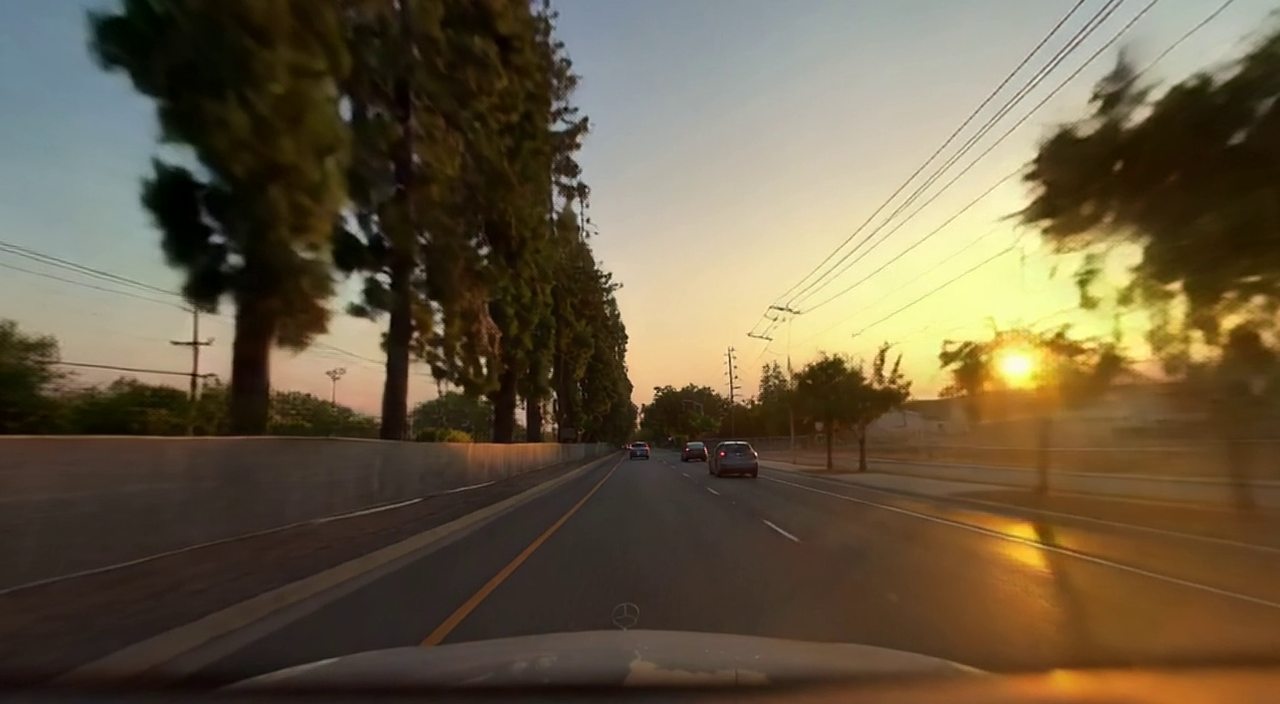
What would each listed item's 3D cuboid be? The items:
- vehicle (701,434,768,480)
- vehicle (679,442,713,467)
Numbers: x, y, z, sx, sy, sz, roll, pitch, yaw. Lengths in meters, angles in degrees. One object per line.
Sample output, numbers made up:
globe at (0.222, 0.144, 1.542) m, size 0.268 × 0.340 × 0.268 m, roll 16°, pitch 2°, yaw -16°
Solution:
vehicle at (4.045, 4.615, 27.924) m, size 2.112 × 1.825 × 4.574 m, roll 0°, pitch -9°, yaw -2°
vehicle at (3.892, 7.167, 44.463) m, size 2.012 × 1.653 × 4.115 m, roll 0°, pitch -9°, yaw -1°
